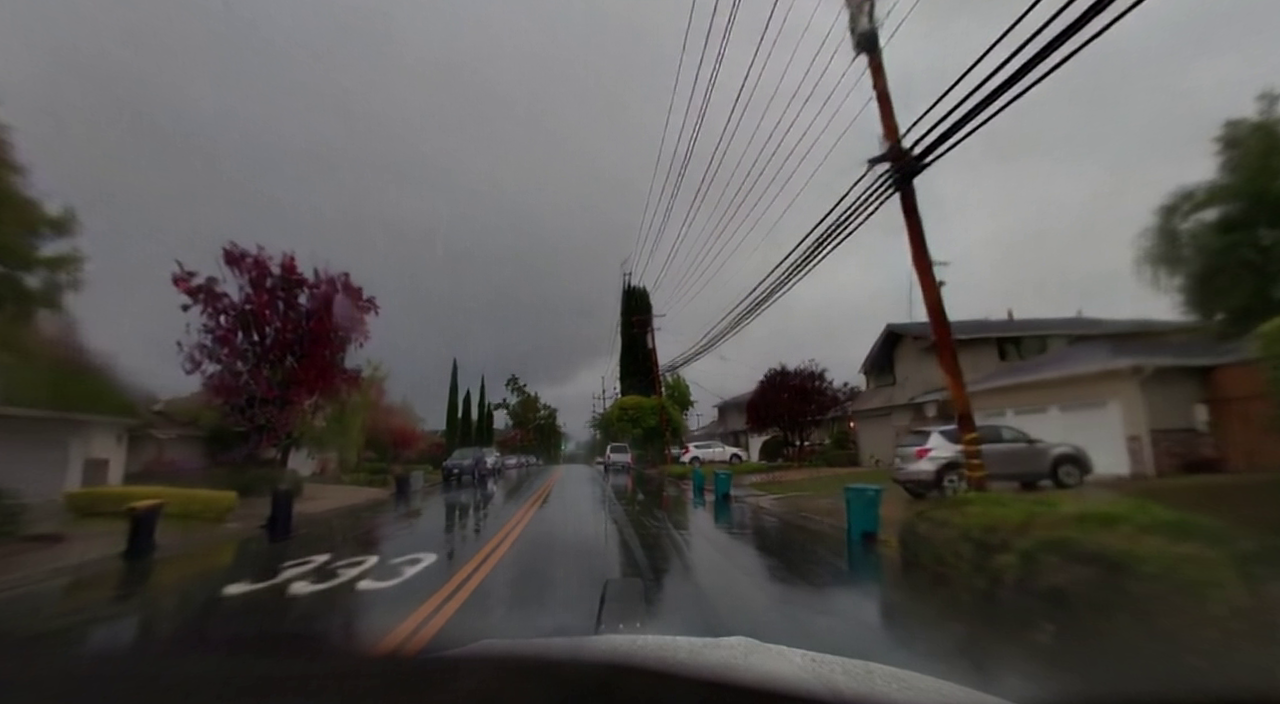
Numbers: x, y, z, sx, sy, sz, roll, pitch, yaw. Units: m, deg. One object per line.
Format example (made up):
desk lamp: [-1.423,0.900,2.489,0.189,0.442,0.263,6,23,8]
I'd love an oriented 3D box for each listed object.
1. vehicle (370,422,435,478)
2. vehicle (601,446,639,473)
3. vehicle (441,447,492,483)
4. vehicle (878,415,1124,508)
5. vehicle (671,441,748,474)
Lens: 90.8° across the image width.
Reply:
vehicle: [-15.237,6.376,41.085,2.781,3.221,7.995,2,-9,-13]
vehicle: [-1.653,8.429,49.830,2.203,1.952,5.111,2,-9,-11]
vehicle: [-9.729,6.445,35.803,2.046,1.777,4.473,-2,-12,-6]
vehicle: [8.049,2.459,14.395,4.337,1.768,1.962,-2,-9,-5]
vehicle: [4.453,6.830,40.917,4.489,1.812,2.056,0,-14,-10]
